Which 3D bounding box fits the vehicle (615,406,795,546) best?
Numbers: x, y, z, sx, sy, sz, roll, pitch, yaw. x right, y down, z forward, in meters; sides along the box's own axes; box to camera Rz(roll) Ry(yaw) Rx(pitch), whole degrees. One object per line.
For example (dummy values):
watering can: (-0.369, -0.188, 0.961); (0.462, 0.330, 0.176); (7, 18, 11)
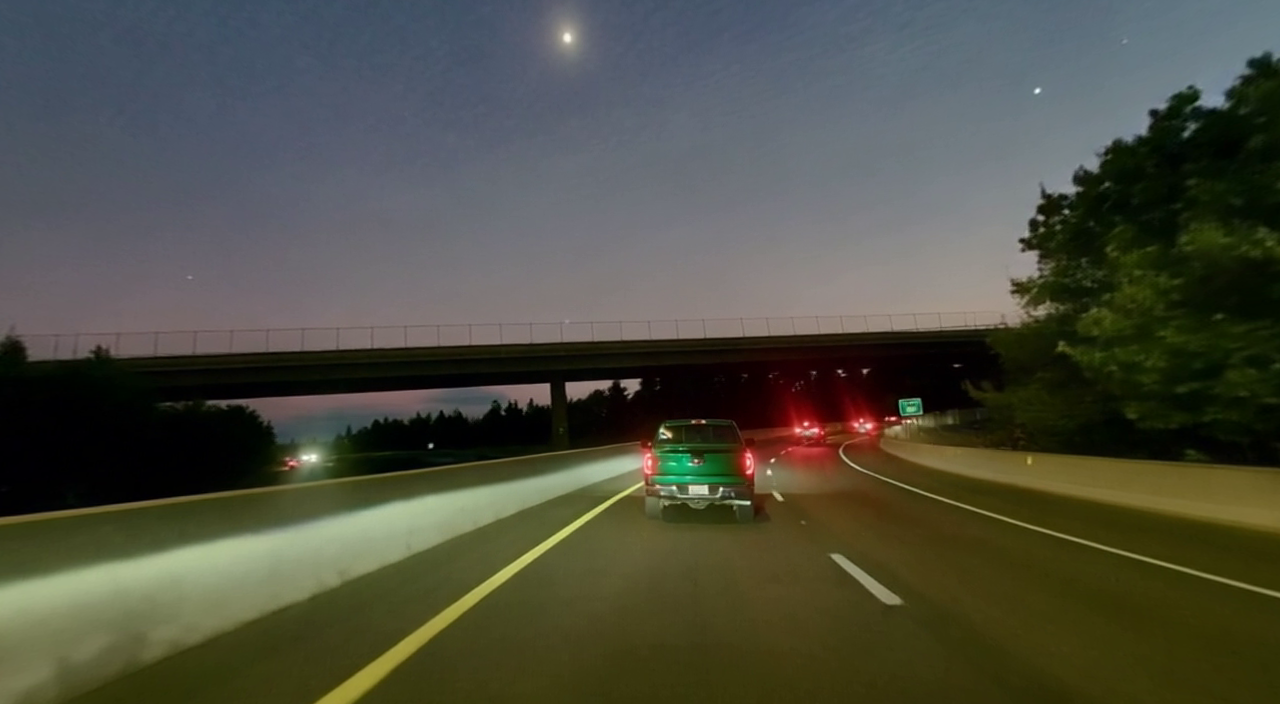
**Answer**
vehicle: (1.003, 1.879, 10.163); (2.235, 1.716, 4.435); (-1, -9, 5)
